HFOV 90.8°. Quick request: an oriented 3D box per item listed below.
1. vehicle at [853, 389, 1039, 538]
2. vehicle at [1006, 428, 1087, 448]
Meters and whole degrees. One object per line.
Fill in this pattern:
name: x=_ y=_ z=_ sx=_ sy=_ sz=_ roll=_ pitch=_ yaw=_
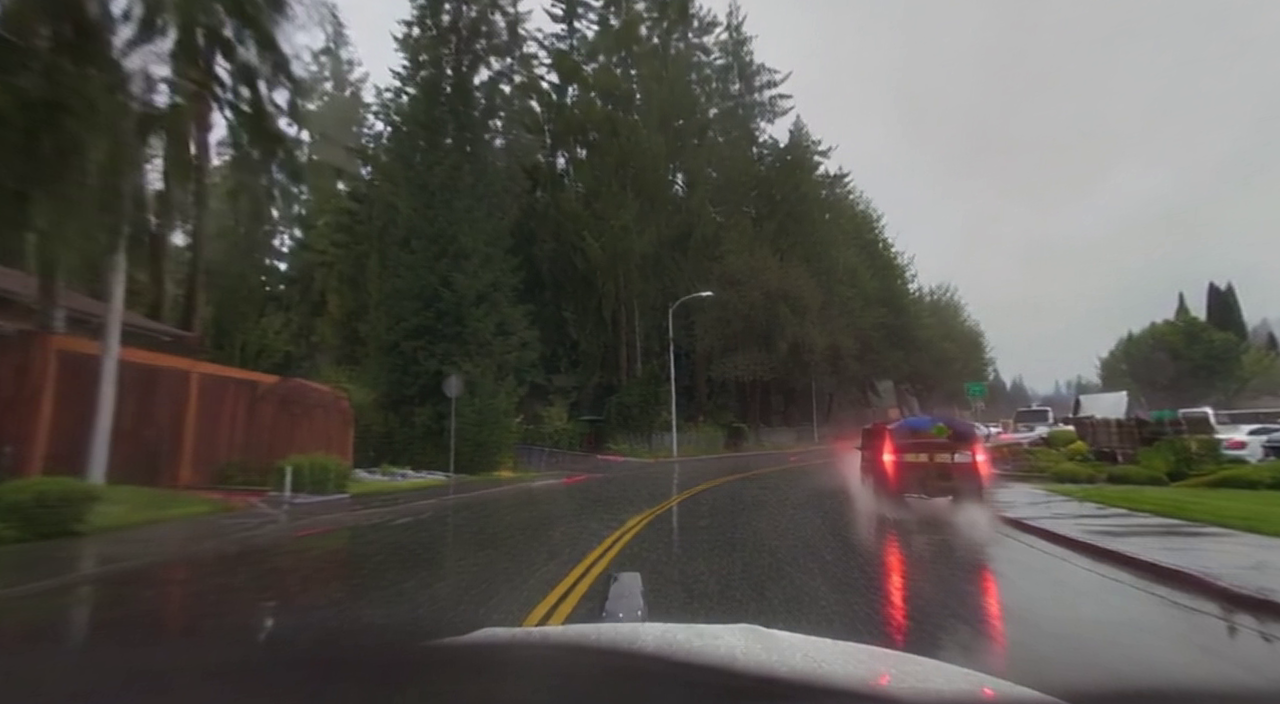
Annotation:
vehicle: x=5.211 y=1.920 z=11.301 sx=2.043 sy=2.250 sz=3.024 roll=-1 pitch=-8 yaw=8
vehicle: x=31.163 y=6.642 z=48.569 sx=4.726 sy=1.481 sz=1.957 roll=-1 pitch=-8 yaw=8
